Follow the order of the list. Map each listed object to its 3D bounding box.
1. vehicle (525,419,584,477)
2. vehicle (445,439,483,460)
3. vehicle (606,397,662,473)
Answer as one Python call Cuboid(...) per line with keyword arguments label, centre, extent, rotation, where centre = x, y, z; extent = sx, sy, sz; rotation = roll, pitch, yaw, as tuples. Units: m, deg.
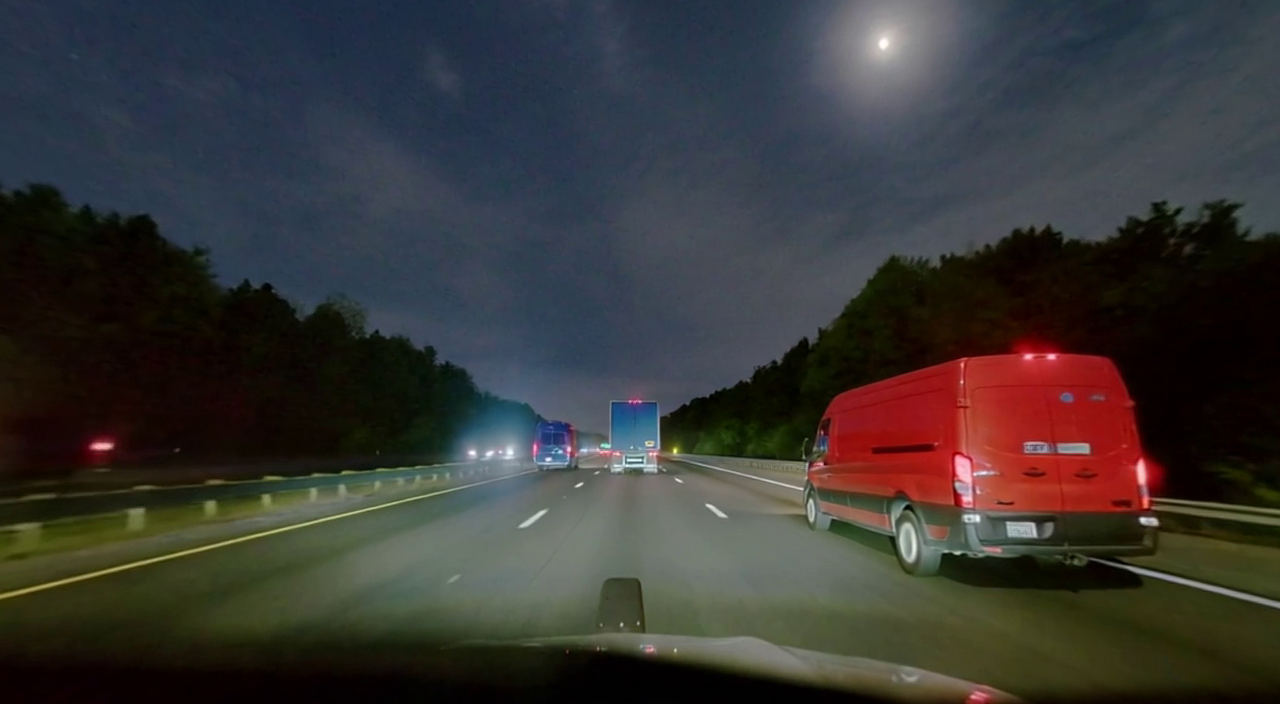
Cuboid(label="vehicle", centre=(-4.459, 5.208, 34.162), extent=(2.357, 2.786, 6.144), rotation=(0, -9, 0))
Cuboid(label="vehicle", centre=(-13.558, 7.544, 48.809), extent=(1.729, 1.572, 4.411), rotation=(0, -9, 0))
Cuboid(label="vehicle", centre=(-0.359, 5.230, 38.935), extent=(2.995, 4.036, 10.311), rotation=(0, -9, 0))
